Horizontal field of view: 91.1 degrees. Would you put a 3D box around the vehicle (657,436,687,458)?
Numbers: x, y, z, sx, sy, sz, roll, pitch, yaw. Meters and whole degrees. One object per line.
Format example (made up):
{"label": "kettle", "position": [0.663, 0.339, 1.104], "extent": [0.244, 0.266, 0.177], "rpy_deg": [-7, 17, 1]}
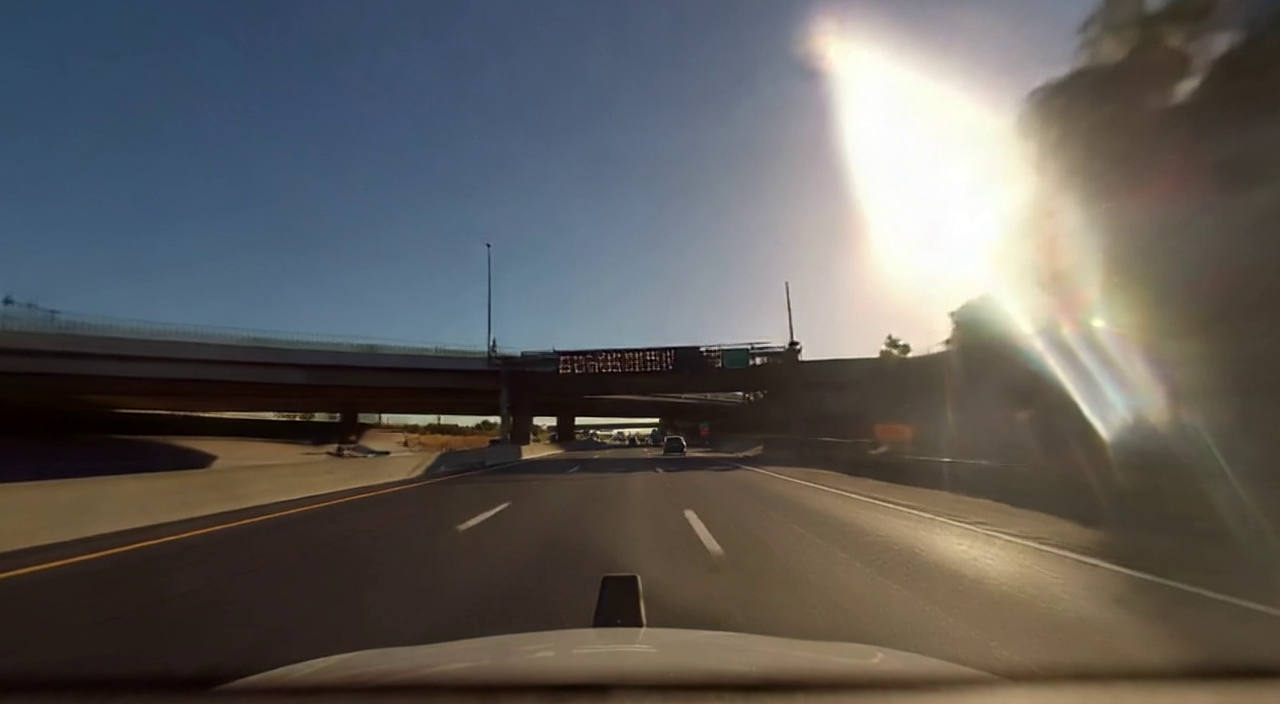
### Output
{"label": "vehicle", "position": [2.283, 6.845, 45.454], "extent": [1.946, 1.481, 3.969], "rpy_deg": [0, -8, 0]}
